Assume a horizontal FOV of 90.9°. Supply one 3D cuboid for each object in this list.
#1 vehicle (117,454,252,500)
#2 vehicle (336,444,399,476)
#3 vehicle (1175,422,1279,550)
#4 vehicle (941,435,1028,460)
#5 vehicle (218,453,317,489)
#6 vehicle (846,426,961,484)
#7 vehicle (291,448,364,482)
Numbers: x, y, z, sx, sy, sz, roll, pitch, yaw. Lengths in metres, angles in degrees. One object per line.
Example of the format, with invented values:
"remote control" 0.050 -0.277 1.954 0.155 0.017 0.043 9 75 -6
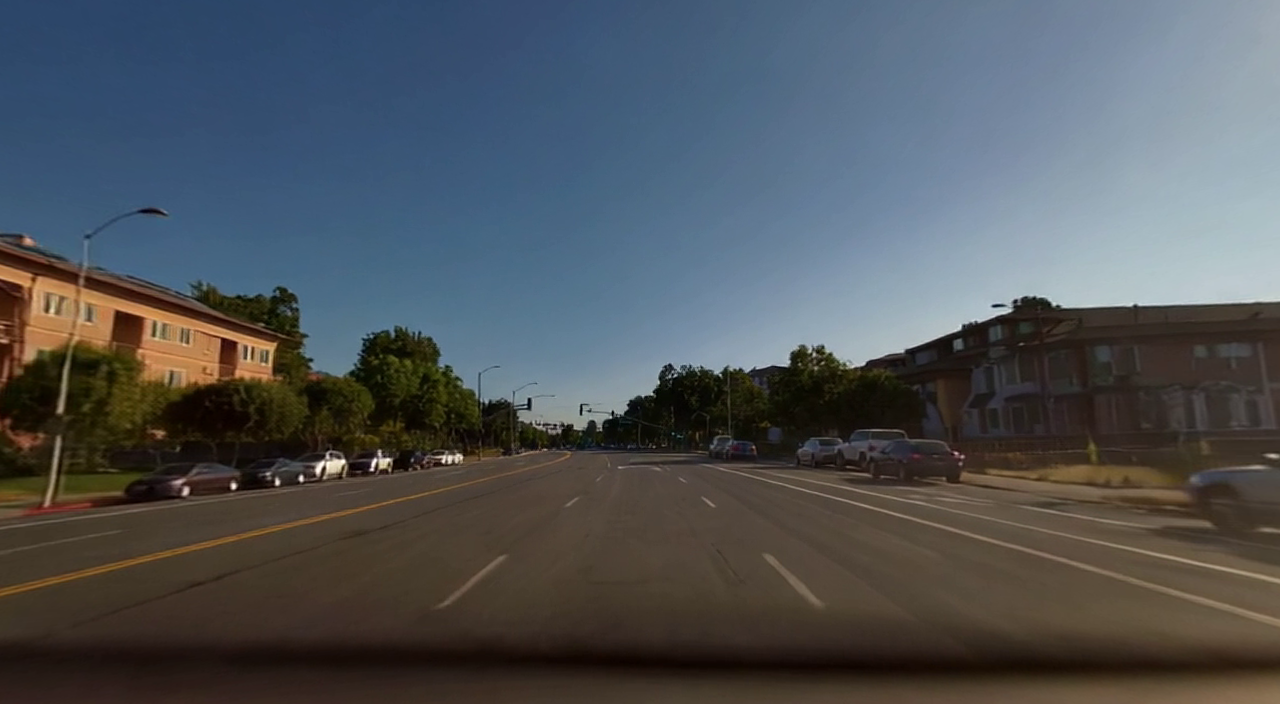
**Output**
"vehicle" -17.061 4.684 23.950 1.891 1.474 4.437 -1 -8 -2
"vehicle" -17.535 6.931 40.818 2.099 1.917 4.720 0 -8 -3
"vehicle" 9.783 1.664 7.480 2.159 1.734 5.384 0 -9 0
"vehicle" 24.838 6.875 45.539 5.054 1.694 1.958 0 -8 0
"vehicle" -17.029 5.432 29.130 1.807 1.466 4.693 -1 -8 -2
"vehicle" 9.955 3.955 24.370 2.091 1.962 5.091 1 -9 -2
"vehicle" -17.188 6.174 34.930 1.859 1.694 4.638 -1 -8 -2
